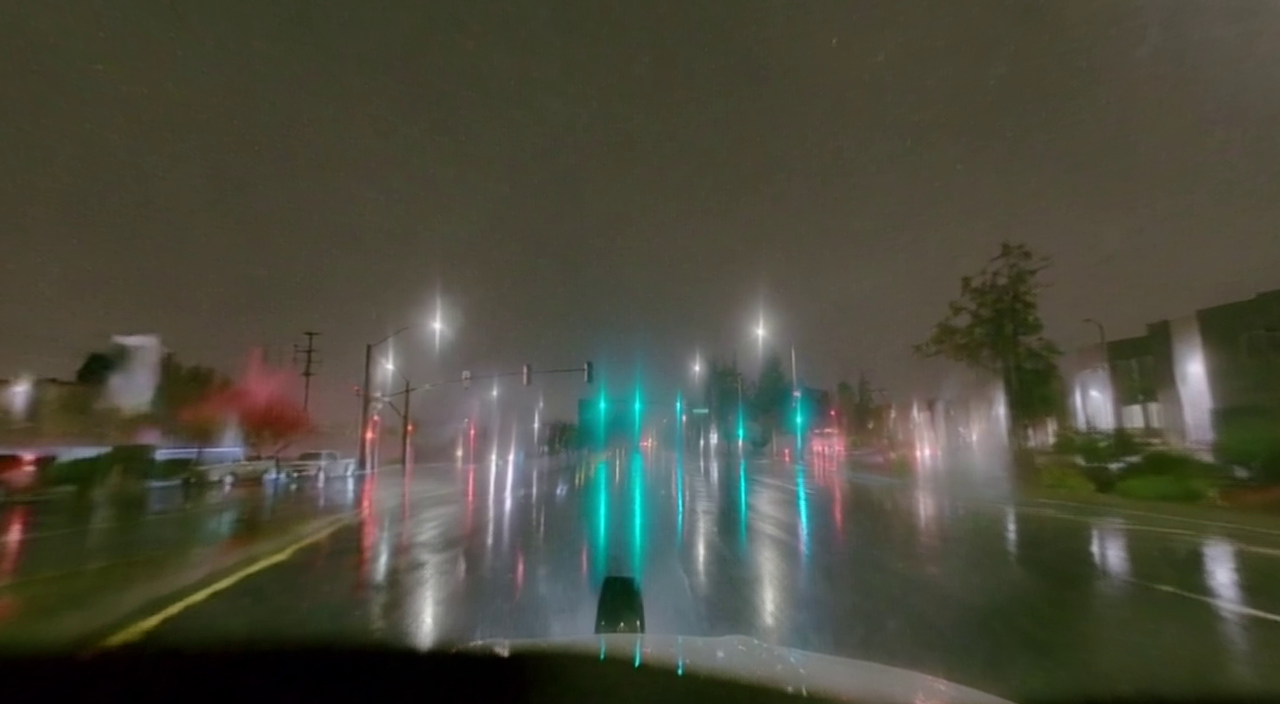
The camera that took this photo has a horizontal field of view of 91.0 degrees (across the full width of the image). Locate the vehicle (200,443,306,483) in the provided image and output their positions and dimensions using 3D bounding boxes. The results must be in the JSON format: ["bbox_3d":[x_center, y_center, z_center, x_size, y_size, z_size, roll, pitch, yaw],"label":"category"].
[{"bbox_3d":[-18.320,5.262,30.107,2.097,1.733,4.527,0,-8,2],"label":"vehicle"}]

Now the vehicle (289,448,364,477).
[{"bbox_3d":[-18.206,6.404,36.882,1.901,1.513,4.795,0,-8,1],"label":"vehicle"}]

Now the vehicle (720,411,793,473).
[{"bbox_3d":[6.640,5.305,37.073,2.802,3.208,7.459,1,-8,0],"label":"vehicle"}]
